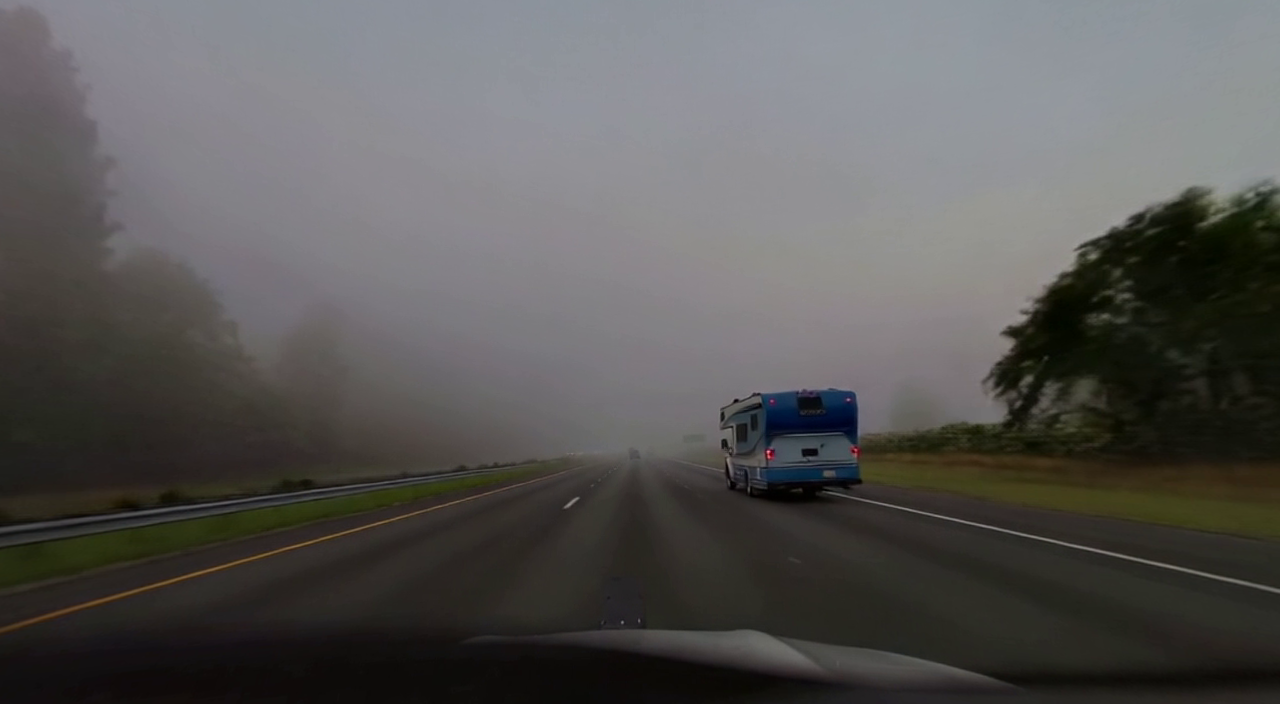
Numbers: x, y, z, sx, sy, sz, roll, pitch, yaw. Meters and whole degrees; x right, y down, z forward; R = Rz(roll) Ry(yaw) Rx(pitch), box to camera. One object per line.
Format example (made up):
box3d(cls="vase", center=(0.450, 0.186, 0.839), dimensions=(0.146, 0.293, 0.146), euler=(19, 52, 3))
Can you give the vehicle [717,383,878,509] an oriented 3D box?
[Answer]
box3d(cls="vehicle", center=(3.869, 2.545, 17.133), dimensions=(2.556, 2.763, 6.287), euler=(0, -9, -2))
